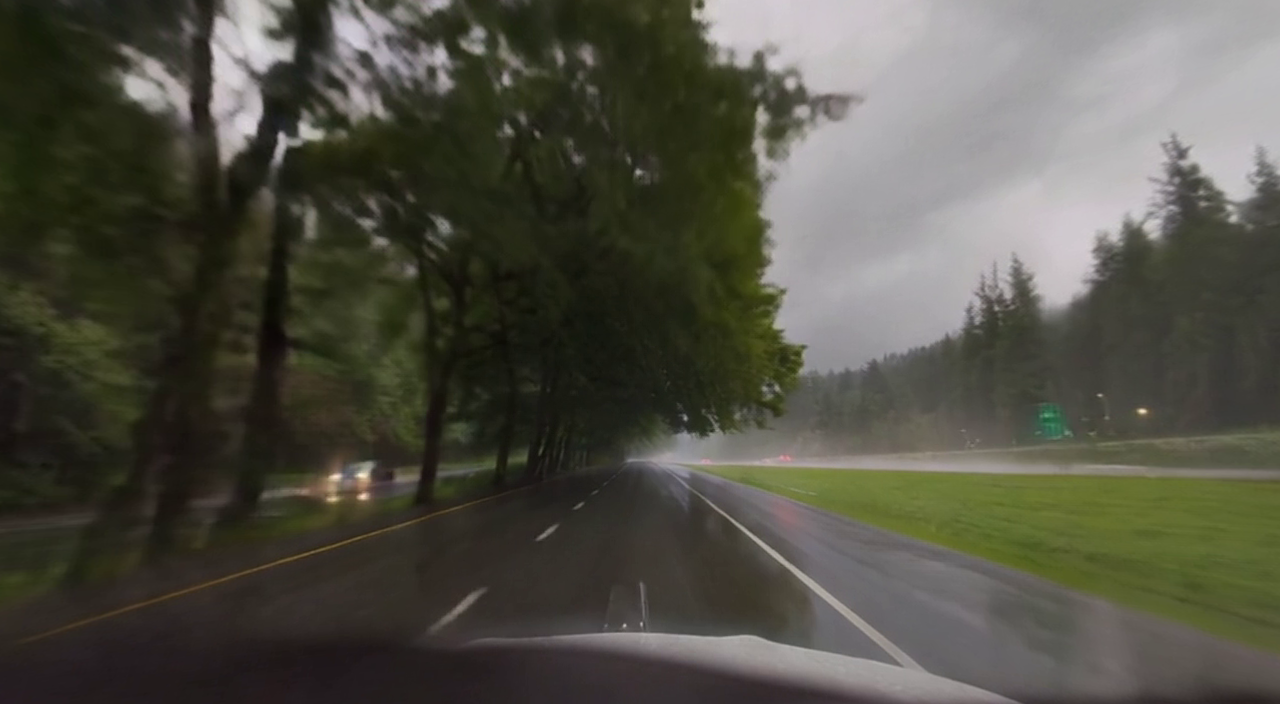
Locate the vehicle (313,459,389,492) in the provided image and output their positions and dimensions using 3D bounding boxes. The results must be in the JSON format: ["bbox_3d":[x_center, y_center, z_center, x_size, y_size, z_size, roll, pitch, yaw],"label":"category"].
[{"bbox_3d":[-14.517,6.207,31.930,1.841,1.465,4.007,0,-9,2],"label":"vehicle"}]
